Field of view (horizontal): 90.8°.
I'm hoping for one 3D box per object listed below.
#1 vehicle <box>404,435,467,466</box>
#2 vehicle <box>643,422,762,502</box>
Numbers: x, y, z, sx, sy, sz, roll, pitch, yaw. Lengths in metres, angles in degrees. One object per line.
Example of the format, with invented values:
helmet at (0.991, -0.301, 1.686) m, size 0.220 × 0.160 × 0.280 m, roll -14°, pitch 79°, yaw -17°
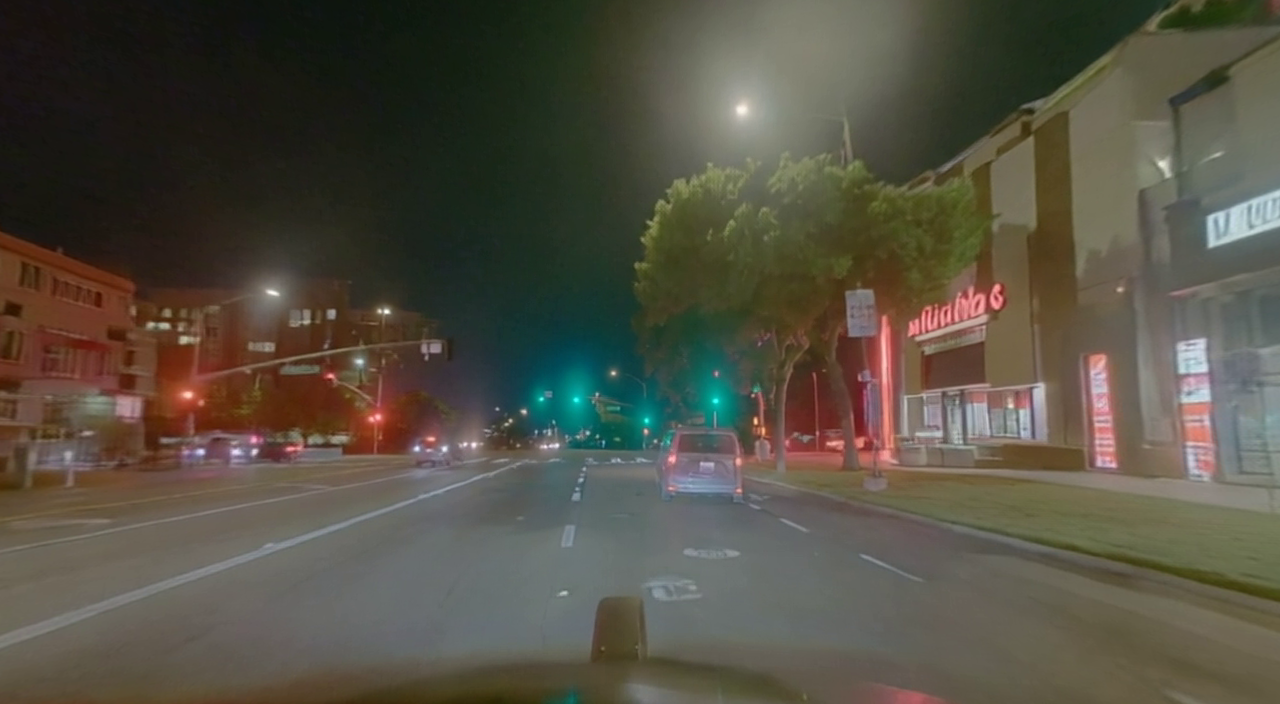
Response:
vehicle at (-10.353, 5.019, 32.261) m, size 1.924 × 1.458 × 4.448 m, roll 0°, pitch -8°, yaw -3°
vehicle at (1.343, 2.656, 15.595) m, size 2.230 × 1.683 × 4.204 m, roll 0°, pitch -8°, yaw -4°
